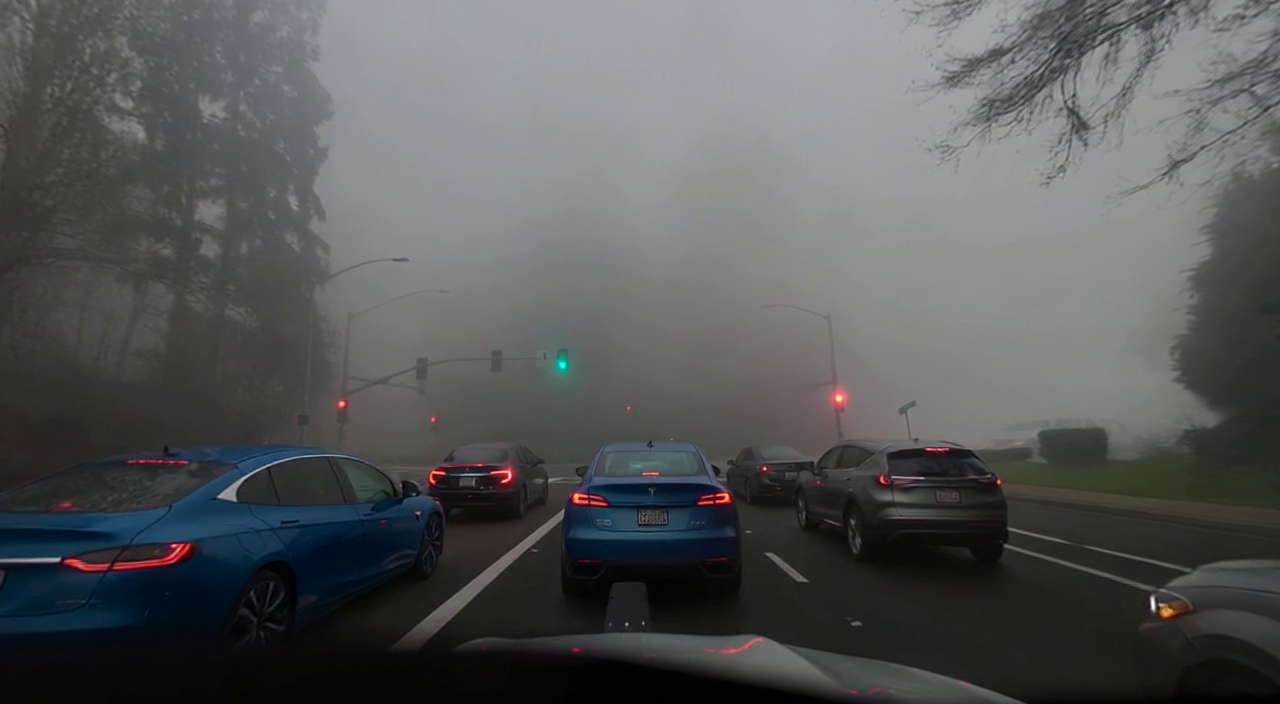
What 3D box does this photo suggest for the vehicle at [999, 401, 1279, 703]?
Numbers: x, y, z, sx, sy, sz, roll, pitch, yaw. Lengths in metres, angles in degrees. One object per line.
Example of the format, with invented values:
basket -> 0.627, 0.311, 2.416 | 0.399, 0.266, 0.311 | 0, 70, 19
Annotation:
vehicle -> 3.309, 0.853, 1.704 | 1.951, 1.522, 4.614 | 0, -8, 0

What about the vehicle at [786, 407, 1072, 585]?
vehicle -> 3.403, 1.763, 8.465 | 1.938, 1.732, 4.006 | 2, -9, 0

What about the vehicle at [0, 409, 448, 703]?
vehicle -> -3.083, 1.285, 4.508 | 2.015, 1.478, 4.407 | 0, -8, 0

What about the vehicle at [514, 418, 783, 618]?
vehicle -> 0.032, 1.642, 7.219 | 2.144, 1.563, 4.218 | 0, -8, -1
